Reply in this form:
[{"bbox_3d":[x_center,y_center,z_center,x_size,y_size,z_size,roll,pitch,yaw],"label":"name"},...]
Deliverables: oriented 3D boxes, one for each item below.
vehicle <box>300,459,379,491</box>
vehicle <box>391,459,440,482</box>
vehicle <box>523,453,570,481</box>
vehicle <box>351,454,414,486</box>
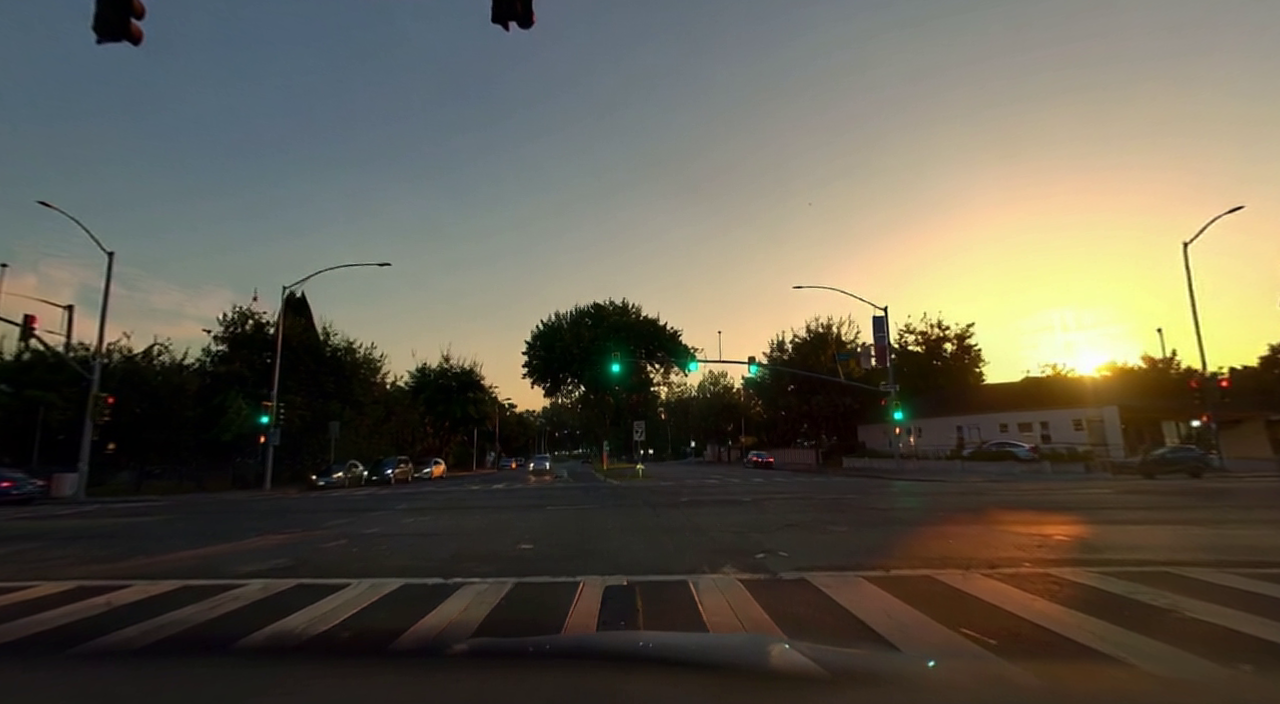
[{"bbox_3d":[-16.102,6.606,33.961,2.055,1.506,4.663,0,-9,-1],"label":"vehicle"},{"bbox_3d":[-16.182,8.510,45.437,1.804,1.486,4.625,0,-9,1],"label":"vehicle"},{"bbox_3d":[-5.483,6.805,37.391,2.154,1.501,4.416,0,-9,0],"label":"vehicle"},{"bbox_3d":[-16.220,7.412,39.843,1.960,1.819,5.018,0,-9,-2],"label":"vehicle"}]
